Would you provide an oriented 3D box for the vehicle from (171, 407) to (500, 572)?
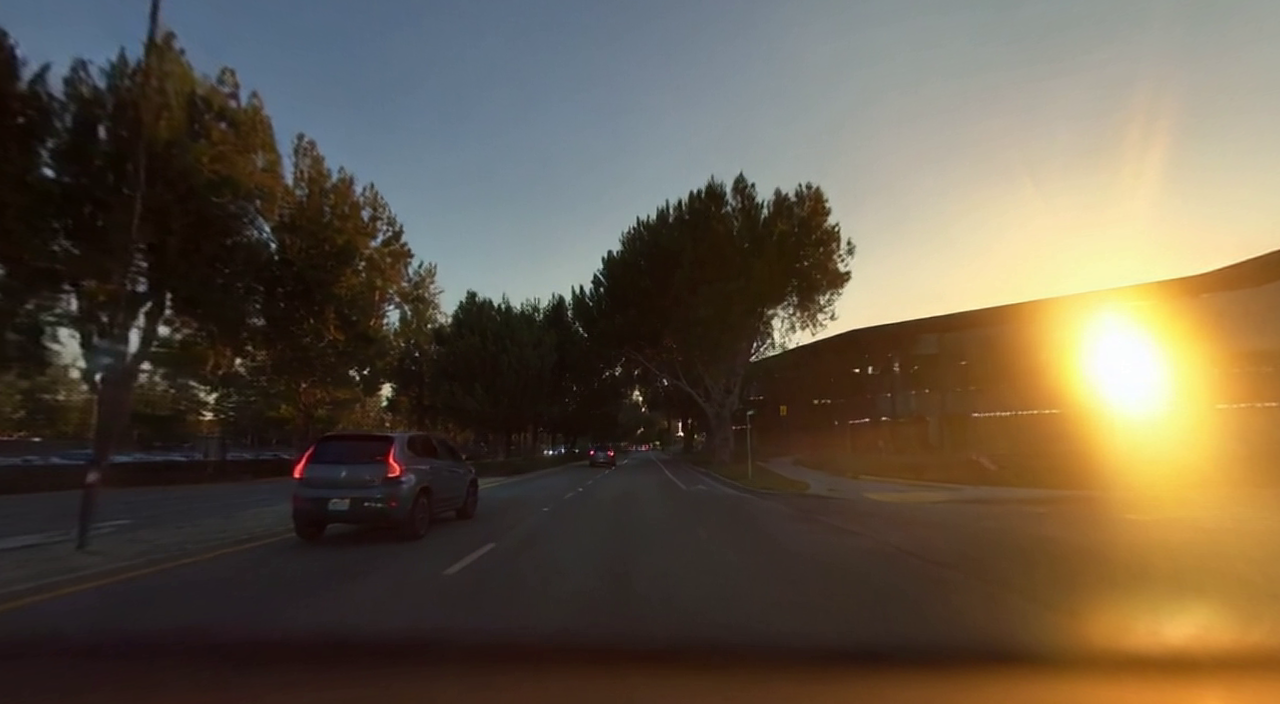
[{"bbox_3d":[-3.675,1.769,8.949,2.202,1.685,4.772,0,-8,1],"label":"vehicle"}]
